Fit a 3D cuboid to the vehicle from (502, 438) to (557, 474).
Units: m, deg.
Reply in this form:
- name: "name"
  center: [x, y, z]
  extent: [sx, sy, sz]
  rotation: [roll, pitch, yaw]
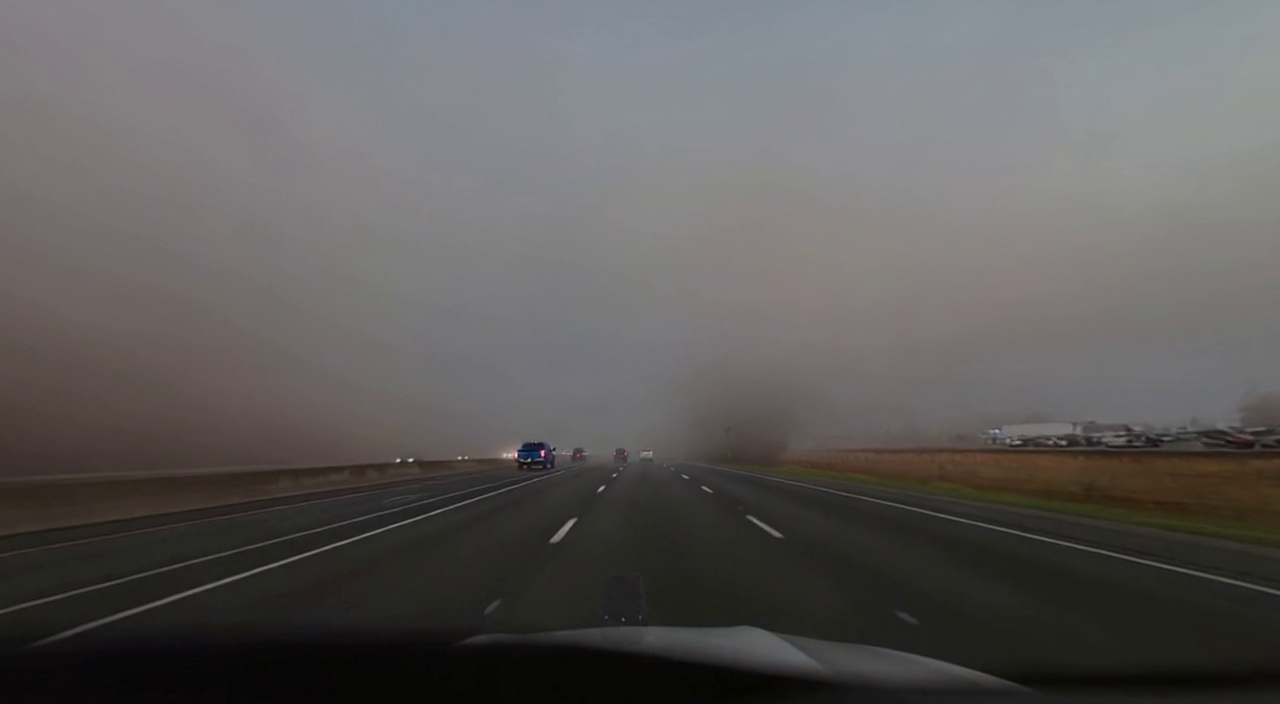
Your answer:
- name: "vehicle"
  center: [-6.389, 6.121, 37.329]
  extent: [2.156, 1.911, 5.956]
  rotation: [0, -8, 0]
